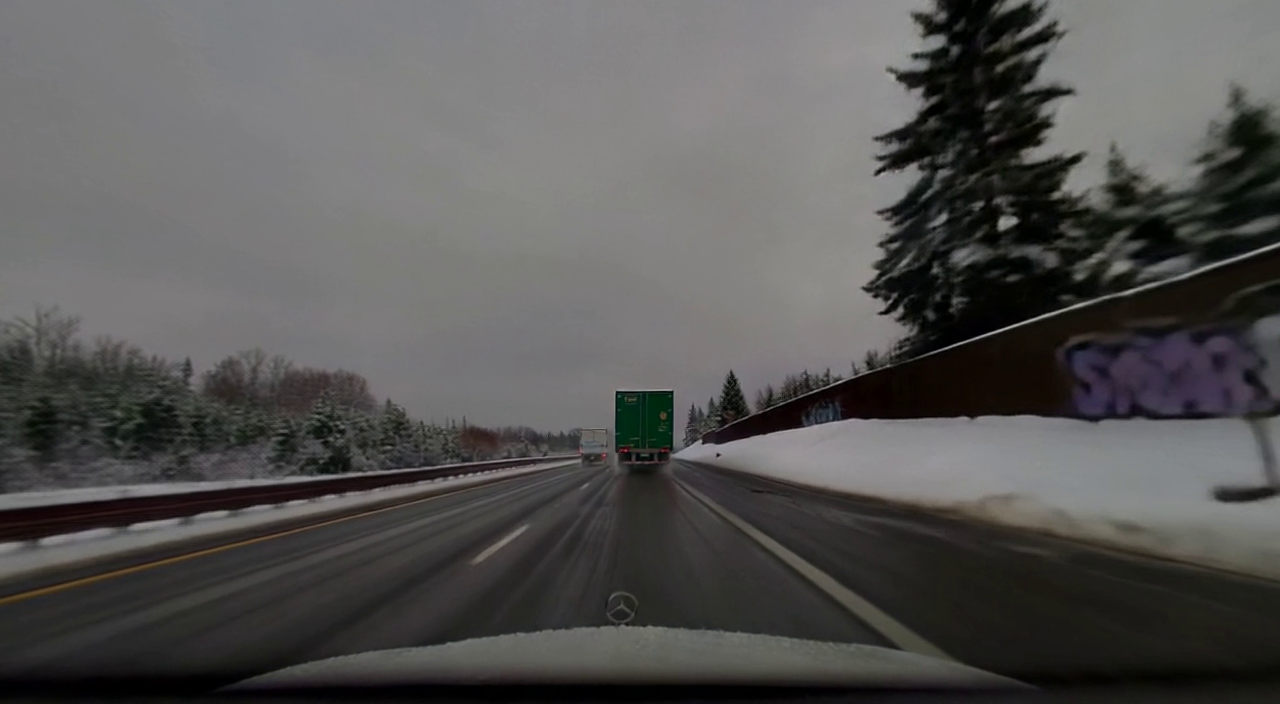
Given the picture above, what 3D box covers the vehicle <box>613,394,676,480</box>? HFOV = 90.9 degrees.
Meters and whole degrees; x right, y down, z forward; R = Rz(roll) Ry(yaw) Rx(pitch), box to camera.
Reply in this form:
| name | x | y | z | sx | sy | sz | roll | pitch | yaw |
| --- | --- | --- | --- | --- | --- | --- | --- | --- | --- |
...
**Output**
| name | x | y | z | sx | sy | sz | roll | pitch | yaw |
| --- | --- | --- | --- | --- | --- | --- | --- | --- | --- |
| vehicle | 0.117 | 4.756 | 34.524 | 2.900 | 3.955 | 10.151 | 0 | -9 | -1 |
